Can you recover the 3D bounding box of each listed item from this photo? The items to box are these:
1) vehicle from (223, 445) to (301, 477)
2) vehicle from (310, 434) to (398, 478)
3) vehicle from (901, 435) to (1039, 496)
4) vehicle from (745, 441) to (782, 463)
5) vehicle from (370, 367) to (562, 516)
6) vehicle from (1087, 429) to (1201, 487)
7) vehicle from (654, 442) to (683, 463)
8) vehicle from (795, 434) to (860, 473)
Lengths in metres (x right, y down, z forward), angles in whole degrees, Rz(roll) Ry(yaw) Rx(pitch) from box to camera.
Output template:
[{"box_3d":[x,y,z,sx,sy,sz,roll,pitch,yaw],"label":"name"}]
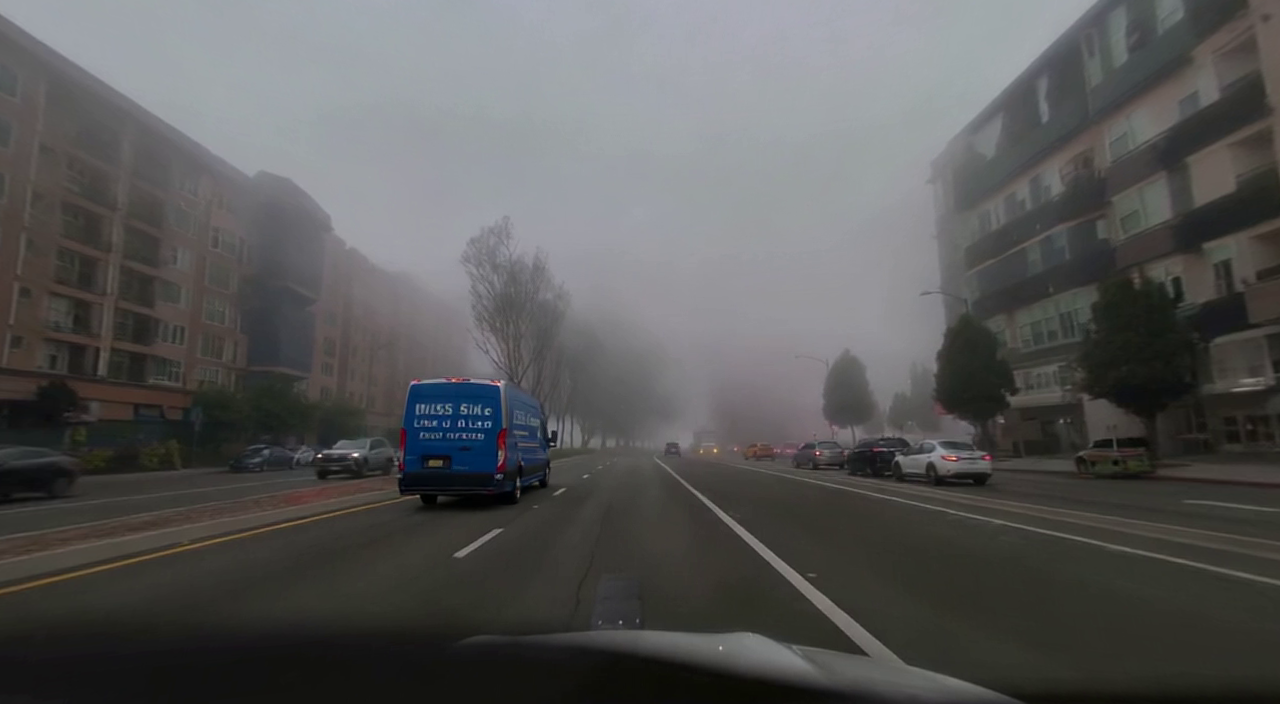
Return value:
[{"box_3d":[-22.994,6.608,38.661,1.916,1.782,4.572,-1,-8,1],"label":"vehicle"},{"box_3d":[-13.352,4.872,29.868,2.041,1.863,4.639,0,-8,-2],"label":"vehicle"},{"box_3d":[9.085,3.136,17.813,1.802,1.504,3.797,0,-8,-1],"label":"vehicle"},{"box_3d":[9.045,7.335,46.462,1.850,1.477,3.520,0,-8,-2],"label":"vehicle"},{"box_3d":[-3.967,2.324,16.555,2.763,2.974,7.562,0,-8,1],"label":"vehicle"},{"box_3d":[16.474,3.390,20.574,4.793,1.656,1.728,6,-10,-38],"label":"vehicle"},{"box_3d":[2.122,7.656,48.354,1.878,1.534,4.120,0,-8,-3],"label":"vehicle"},{"box_3d":[8.998,4.896,30.690,1.766,1.725,4.221,0,-8,-2],"label":"vehicle"}]
